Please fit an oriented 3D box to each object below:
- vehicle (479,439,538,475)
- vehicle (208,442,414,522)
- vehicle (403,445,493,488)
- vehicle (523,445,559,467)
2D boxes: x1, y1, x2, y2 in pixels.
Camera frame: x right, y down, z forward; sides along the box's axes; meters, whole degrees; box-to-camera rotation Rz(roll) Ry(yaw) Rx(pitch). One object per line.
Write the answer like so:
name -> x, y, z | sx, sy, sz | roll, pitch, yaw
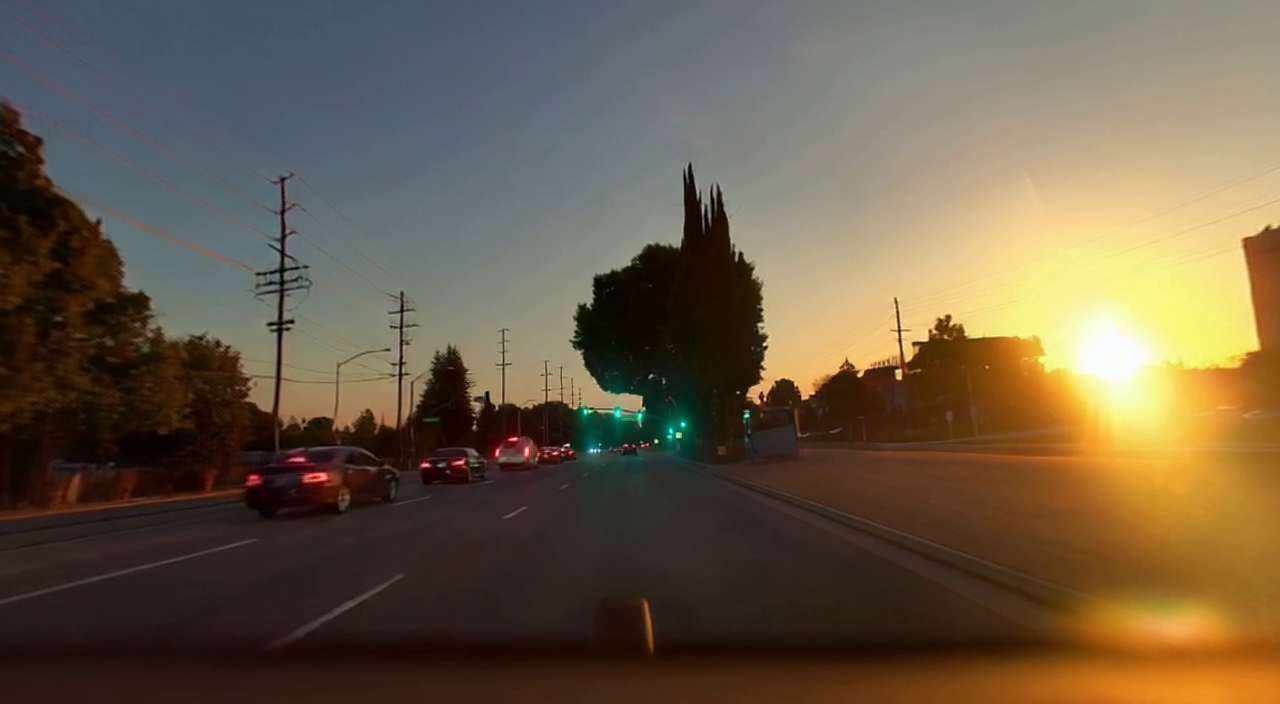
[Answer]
vehicle -> -7.060, 5.692, 34.478 | 2.101, 1.768, 5.040 | 0, -9, 0
vehicle -> -7.066, 2.812, 14.335 | 2.030, 1.482, 4.818 | 0, -8, 1
vehicle -> -7.094, 4.241, 23.848 | 2.008, 1.456, 4.409 | 0, -9, 0
vehicle -> -7.052, 7.449, 45.370 | 1.854, 1.481, 4.518 | 0, -8, 1
